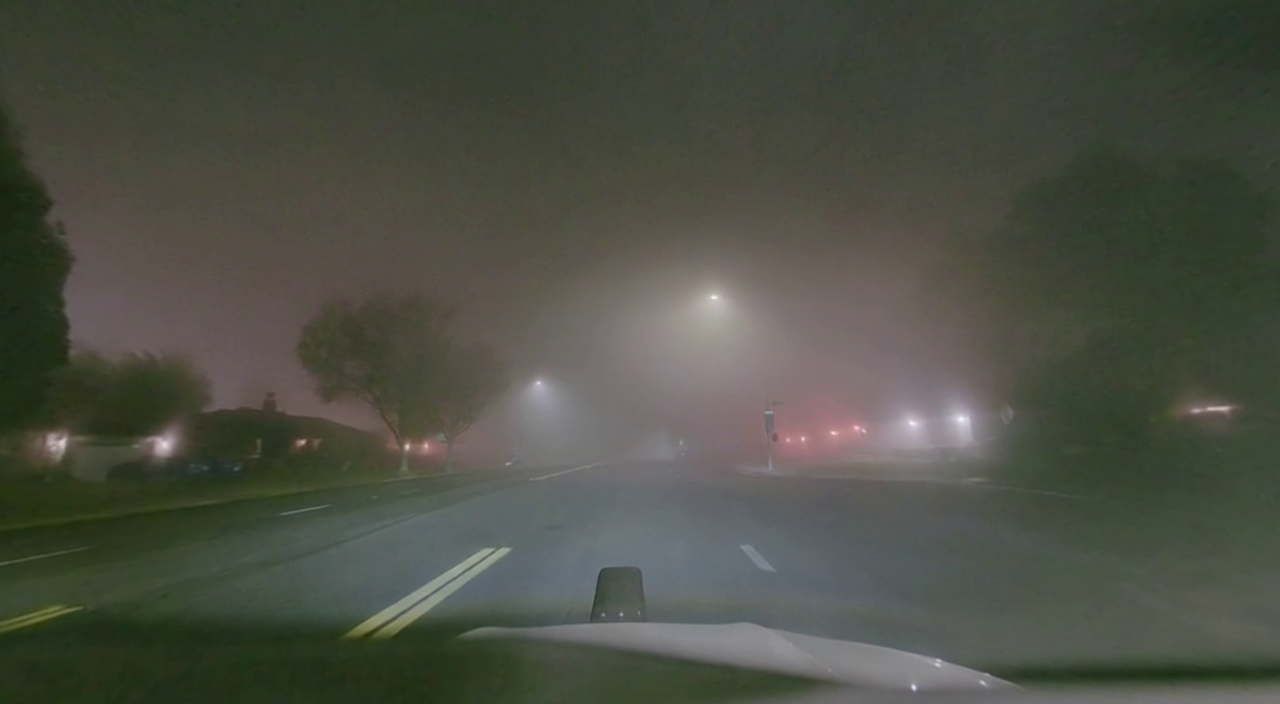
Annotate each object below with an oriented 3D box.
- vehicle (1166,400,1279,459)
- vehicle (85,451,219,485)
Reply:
[{"bbox_3d":[26.484,3.334,26.994,5.595,2.365,2.241,-1,-8,7],"label":"vehicle"},{"bbox_3d":[-22.880,5.437,29.740,4.486,1.509,2.189,0,-8,1],"label":"vehicle"}]
